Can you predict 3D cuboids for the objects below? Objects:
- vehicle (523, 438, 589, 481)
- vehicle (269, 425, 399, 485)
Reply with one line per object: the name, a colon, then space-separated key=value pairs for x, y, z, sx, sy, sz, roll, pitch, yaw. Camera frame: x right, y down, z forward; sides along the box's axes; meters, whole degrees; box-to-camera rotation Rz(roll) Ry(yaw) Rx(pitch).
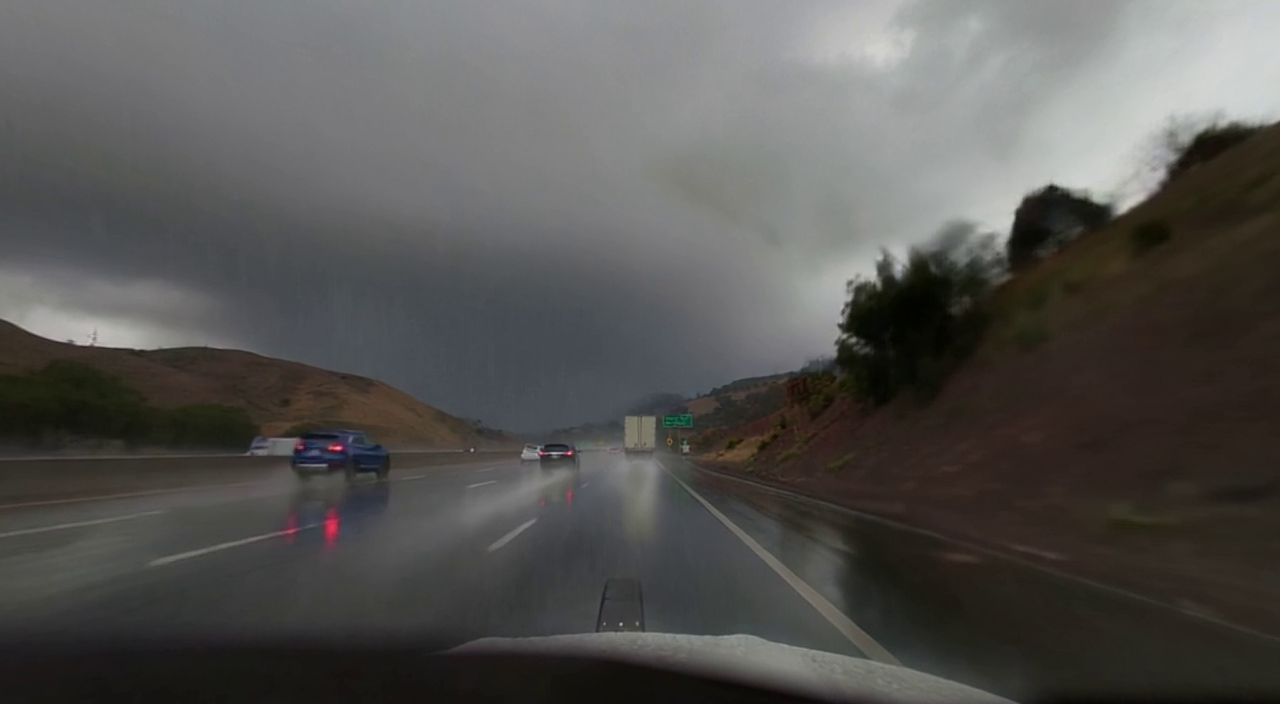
vehicle: x=-3.656 y=4.767 z=28.221 sx=2.194 sy=1.725 sz=4.698 roll=0 pitch=-9 yaw=1
vehicle: x=-10.811 y=3.698 z=22.818 sx=2.111 sy=1.906 sz=5.028 roll=0 pitch=-9 yaw=1
